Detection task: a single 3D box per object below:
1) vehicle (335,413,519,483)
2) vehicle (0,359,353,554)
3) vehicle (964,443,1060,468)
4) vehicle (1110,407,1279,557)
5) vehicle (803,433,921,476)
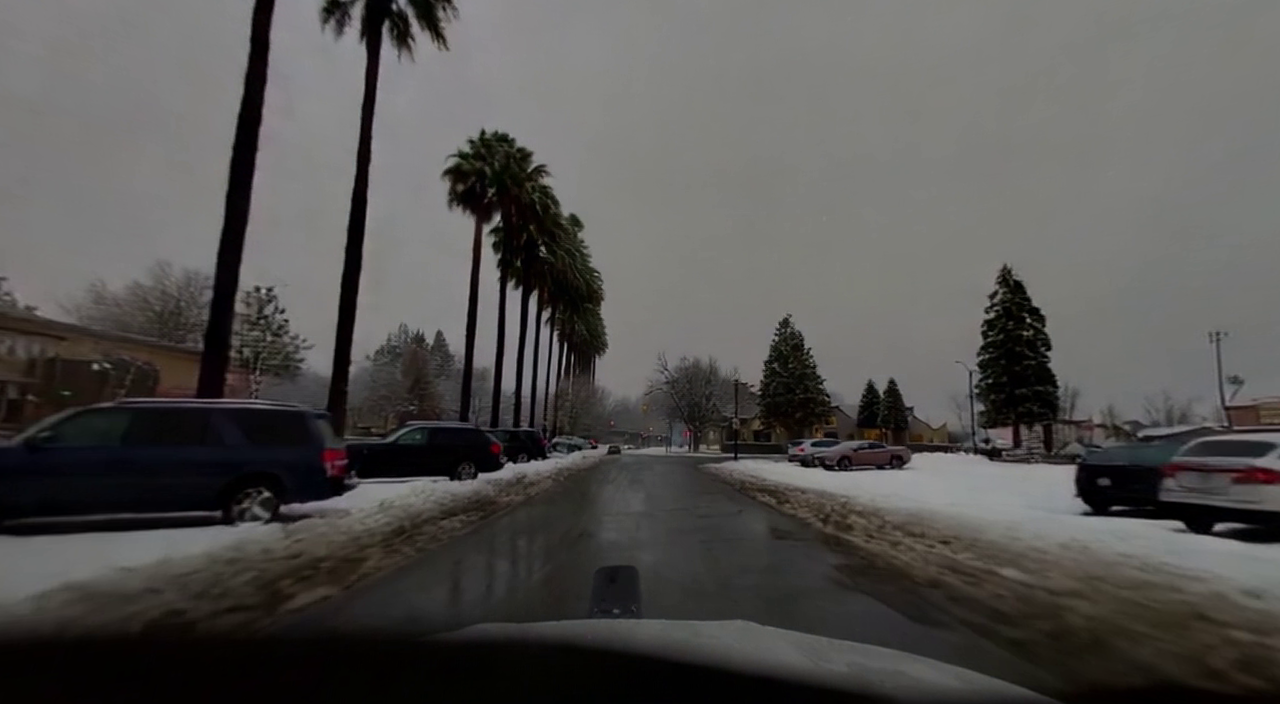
[{"bbox_3d":[-6.350,2.897,19.104,4.787,1.867,2.092,6,-10,-34],"label":"vehicle"},{"bbox_3d":[-6.048,1.146,7.102,4.763,1.801,2.013,6,-10,-34],"label":"vehicle"},{"bbox_3d":[24.889,6.921,42.434,1.785,1.539,5.214,7,-11,-34],"label":"vehicle"},{"bbox_3d":[9.566,1.767,9.037,4.868,1.754,2.132,3,-9,-21],"label":"vehicle"},{"bbox_3d":[9.741,4.516,27.683,4.758,1.759,2.068,5,-11,-27],"label":"vehicle"}]
